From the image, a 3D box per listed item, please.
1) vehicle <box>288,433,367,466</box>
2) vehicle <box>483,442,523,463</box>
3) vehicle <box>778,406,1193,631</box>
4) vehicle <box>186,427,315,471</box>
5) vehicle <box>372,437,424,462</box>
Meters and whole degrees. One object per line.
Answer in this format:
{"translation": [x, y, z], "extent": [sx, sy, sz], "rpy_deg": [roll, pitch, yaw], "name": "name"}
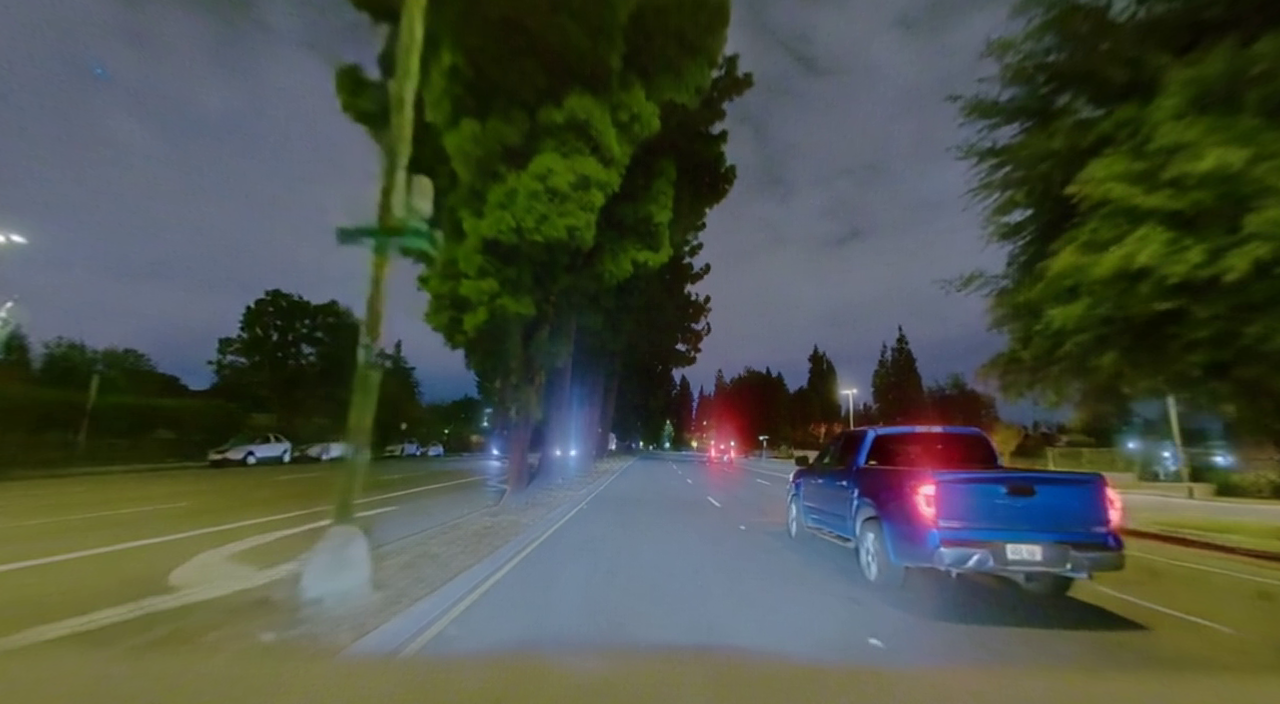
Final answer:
{"translation": [-18.143, 5.698, 36.891], "extent": [2.051, 1.821, 4.721], "rpy_deg": [0, -8, 2], "name": "vehicle"}
{"translation": [-10.414, 7.644, 48.133], "extent": [1.999, 1.519, 4.249], "rpy_deg": [0, -8, 2], "name": "vehicle"}
{"translation": [3.176, 1.624, 7.238], "extent": [2.108, 1.712, 4.616], "rpy_deg": [0, -8, 0], "name": "vehicle"}
{"translation": [-18.344, 4.639, 30.148], "extent": [2.398, 1.883, 5.729], "rpy_deg": [0, -8, 2], "name": "vehicle"}
{"translation": [-18.193, 7.370, 47.612], "extent": [2.025, 1.766, 4.620], "rpy_deg": [0, -8, 1], "name": "vehicle"}
